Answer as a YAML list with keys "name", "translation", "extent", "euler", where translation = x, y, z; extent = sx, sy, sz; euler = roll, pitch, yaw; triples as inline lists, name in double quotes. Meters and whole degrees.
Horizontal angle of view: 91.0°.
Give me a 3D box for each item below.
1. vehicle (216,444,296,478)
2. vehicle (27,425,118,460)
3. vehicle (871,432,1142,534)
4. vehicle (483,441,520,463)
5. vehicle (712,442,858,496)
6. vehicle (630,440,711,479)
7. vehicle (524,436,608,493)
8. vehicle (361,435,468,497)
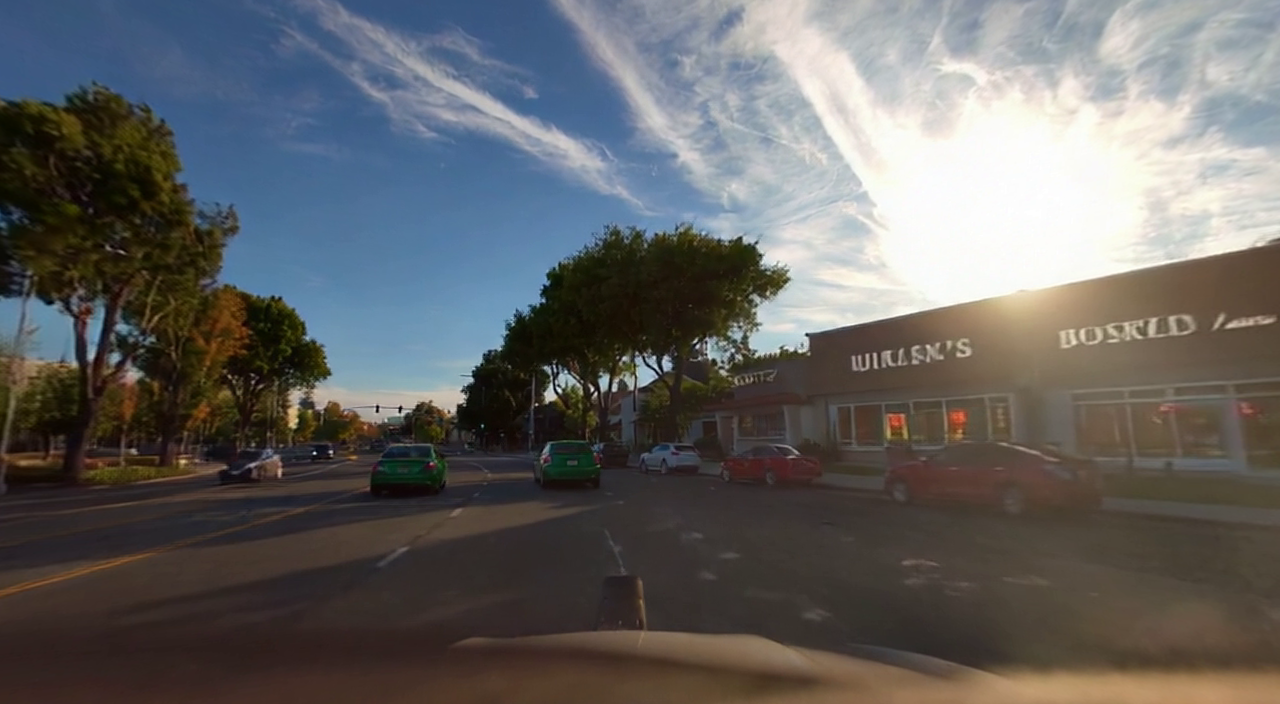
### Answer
- name: "vehicle"
  translation: [-17.901, 5.064, 29.577]
  extent: [2.000, 1.477, 4.346]
  euler: [2, -9, -15]
- name: "vehicle"
  translation: [-40.519, 6.519, 45.167]
  extent: [2.430, 2.266, 6.029]
  euler: [5, -10, -18]
- name: "vehicle"
  translation: [6.614, 2.353, 12.001]
  extent: [1.952, 1.547, 4.091]
  euler: [3, -9, -19]
- name: "vehicle"
  translation: [-9.568, 6.858, 43.239]
  extent: [1.920, 1.416, 4.310]
  euler: [3, -9, -20]
- name: "vehicle"
  translation: [4.329, 3.572, 19.791]
  extent: [2.038, 1.446, 4.896]
  euler: [3, -9, -21]
- name: "vehicle"
  translation: [1.218, 4.634, 27.414]
  extent: [1.905, 1.537, 4.276]
  euler: [3, -9, -21]
- name: "vehicle"
  translation: [-2.350, 3.321, 19.029]
  extent: [2.001, 1.483, 4.442]
  euler: [2, -9, -13]
- name: "vehicle"
  translation: [-6.110, 3.116, 17.711]
  extent: [2.105, 1.477, 4.857]
  euler: [2, -9, -11]
